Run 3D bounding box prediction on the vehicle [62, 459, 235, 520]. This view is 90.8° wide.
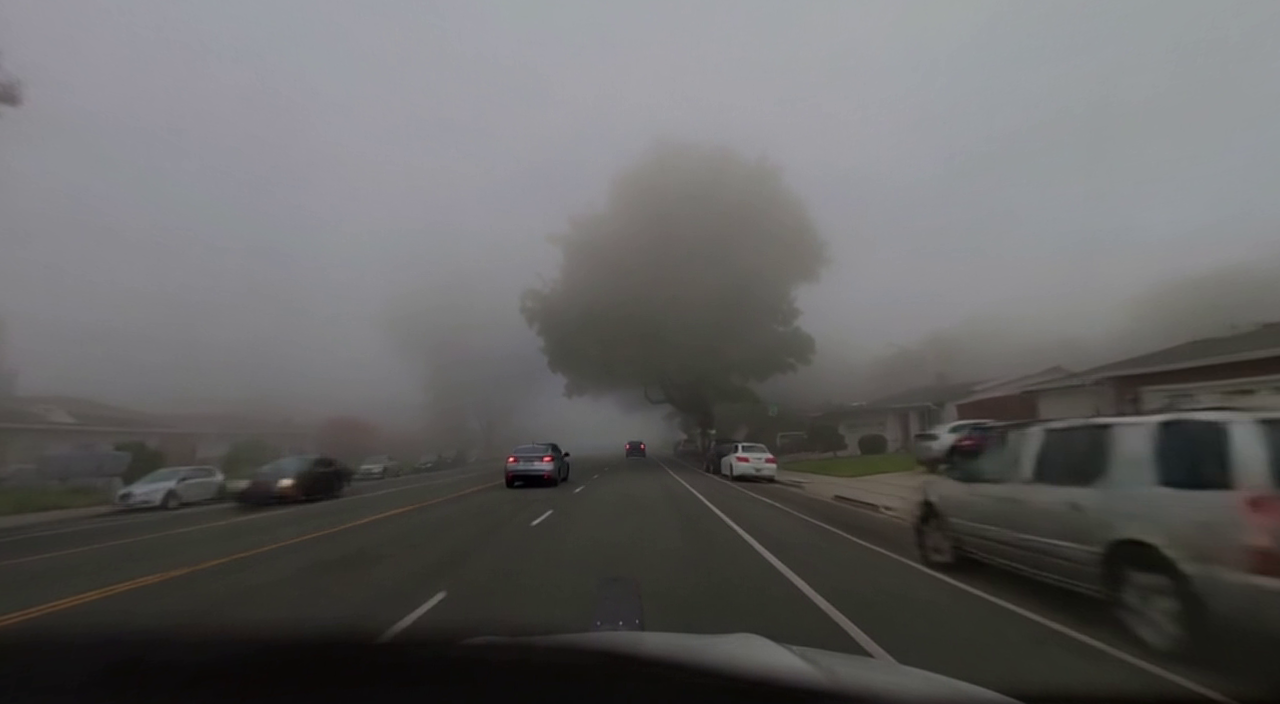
[{"bbox_3d":[-14.515,4.041,19.023,1.847,1.494,4.189,0,-8,-1],"label":"vehicle"}]

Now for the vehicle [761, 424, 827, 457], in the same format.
[{"bbox_3d":[11.524,6.699,47.569,4.240,1.780,1.921,-9,-9,0],"label":"vehicle"}]

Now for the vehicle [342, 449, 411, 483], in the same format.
[{"bbox_3d":[-14.676,6.333,35.497,1.914,1.747,4.550,0,-8,0],"label":"vehicle"}]

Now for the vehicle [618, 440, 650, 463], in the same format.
[{"bbox_3d":[-0.405,6.789,43.277,2.088,1.495,4.048,0,-8,-1],"label":"vehicle"}]

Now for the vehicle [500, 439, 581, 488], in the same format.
[{"bbox_3d":[-3.268,3.764,21.644,2.027,1.477,4.413,0,-8,1],"label":"vehicle"}]

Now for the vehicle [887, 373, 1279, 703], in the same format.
[{"bbox_3d":[4.294,1.360,5.717,2.123,1.797,4.792,0,-9,0],"label":"vehicle"}]

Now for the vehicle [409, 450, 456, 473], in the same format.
[{"bbox_3d":[-14.602,7.722,44.754,1.827,1.480,4.738,0,-8,-1],"label":"vehicle"}]

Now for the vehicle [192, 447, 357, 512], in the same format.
[{"bbox_3d":[-9.702,3.365,17.254,1.985,1.502,4.253,0,-8,-1],"label":"vehicle"}]

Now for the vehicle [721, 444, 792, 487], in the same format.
[{"bbox_3d":[4.303,4.247,23.935,1.890,1.459,4.371,0,-8,1],"label":"vehicle"}]
